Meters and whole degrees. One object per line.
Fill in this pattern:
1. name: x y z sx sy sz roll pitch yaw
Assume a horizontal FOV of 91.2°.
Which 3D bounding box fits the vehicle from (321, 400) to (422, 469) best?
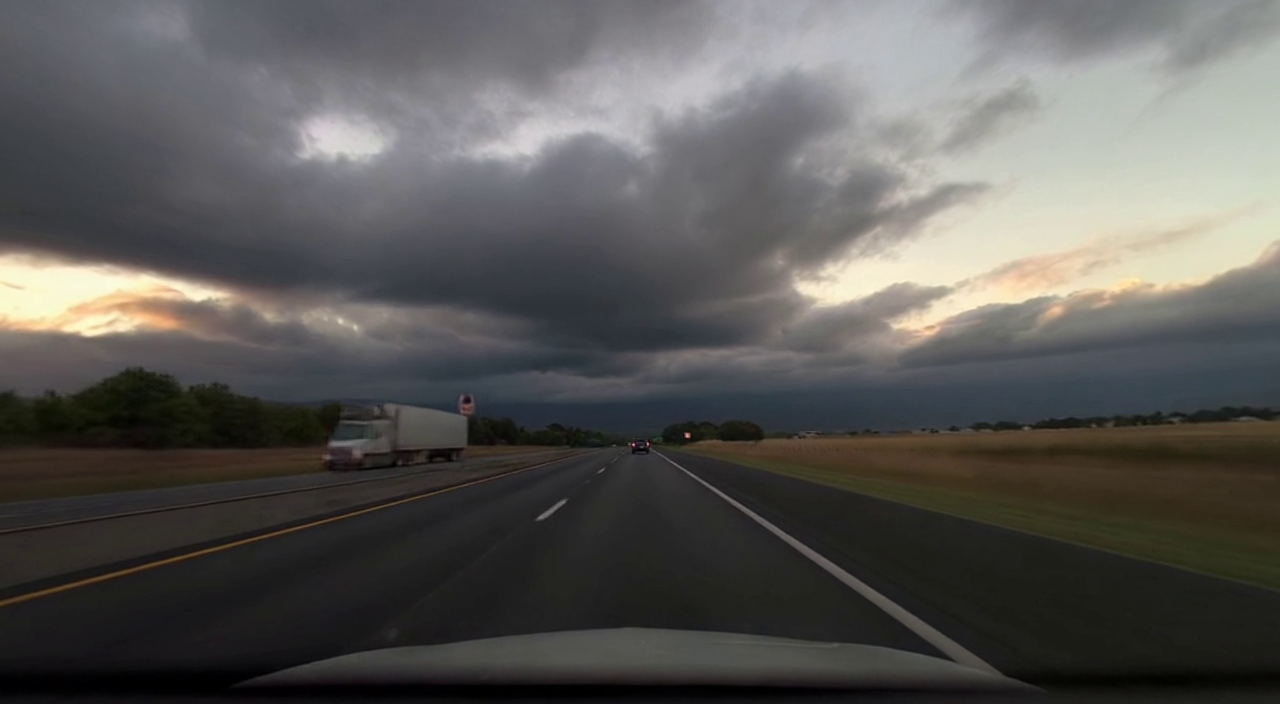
1. vehicle: -16.479 5.190 39.250 2.976 3.855 7.457 0 -8 0
